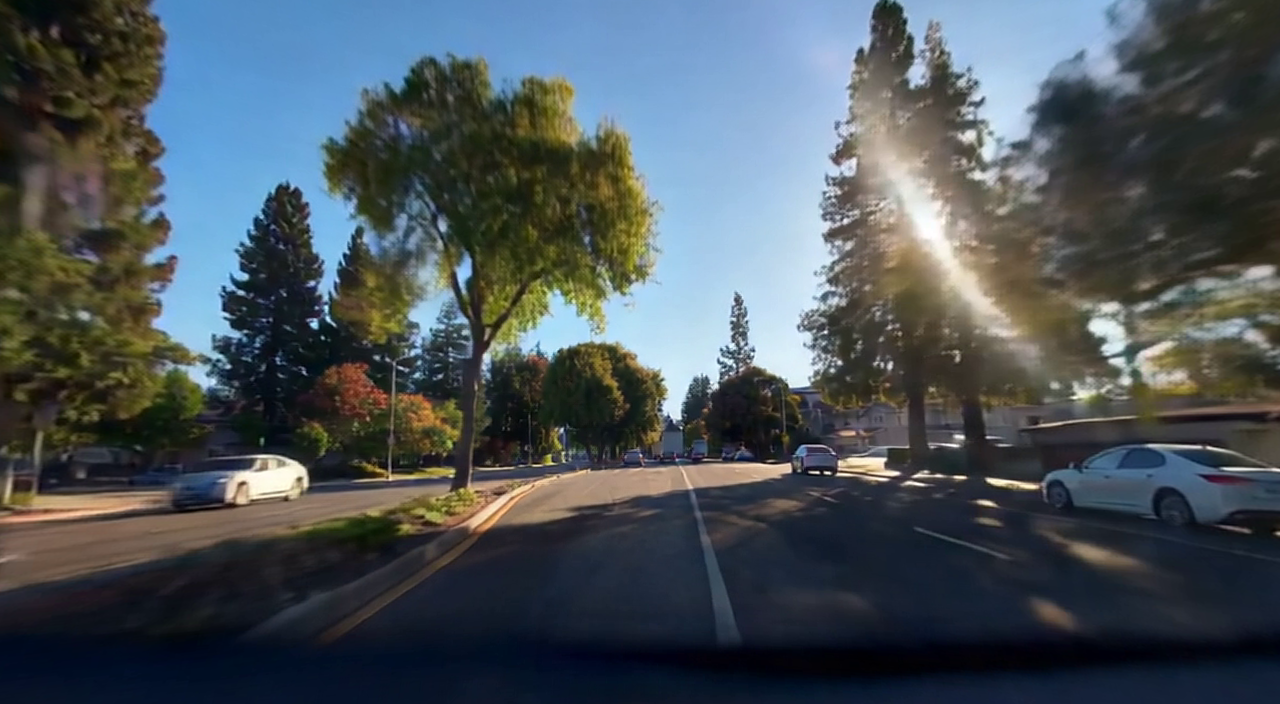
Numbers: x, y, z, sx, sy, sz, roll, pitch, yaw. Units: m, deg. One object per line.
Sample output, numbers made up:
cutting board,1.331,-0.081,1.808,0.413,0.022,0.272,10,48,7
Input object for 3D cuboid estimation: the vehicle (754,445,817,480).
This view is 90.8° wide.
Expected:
vehicle,6.601,5.046,29.093,2.020,1.472,3.958,0,-9,2

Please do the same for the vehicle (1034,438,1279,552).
vehicle,9.154,2.275,10.848,1.888,1.508,4.646,-1,-9,2

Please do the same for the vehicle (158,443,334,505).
vehicle,-14.791,4.587,24.372,2.879,2.048,5.861,-1,-9,2

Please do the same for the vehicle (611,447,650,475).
vehicle,-0.512,6.184,35.949,2.077,1.477,3.897,0,-9,0

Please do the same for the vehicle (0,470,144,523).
vehicle,-18.322,4.492,20.063,1.769,1.344,3.947,-1,-9,3

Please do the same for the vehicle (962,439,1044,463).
vehicle,27.867,7.594,48.658,5.026,1.733,2.014,0,-8,2

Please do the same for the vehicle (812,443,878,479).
vehicle,10.366,5.511,32.279,1.945,1.687,4.292,0,-9,1
